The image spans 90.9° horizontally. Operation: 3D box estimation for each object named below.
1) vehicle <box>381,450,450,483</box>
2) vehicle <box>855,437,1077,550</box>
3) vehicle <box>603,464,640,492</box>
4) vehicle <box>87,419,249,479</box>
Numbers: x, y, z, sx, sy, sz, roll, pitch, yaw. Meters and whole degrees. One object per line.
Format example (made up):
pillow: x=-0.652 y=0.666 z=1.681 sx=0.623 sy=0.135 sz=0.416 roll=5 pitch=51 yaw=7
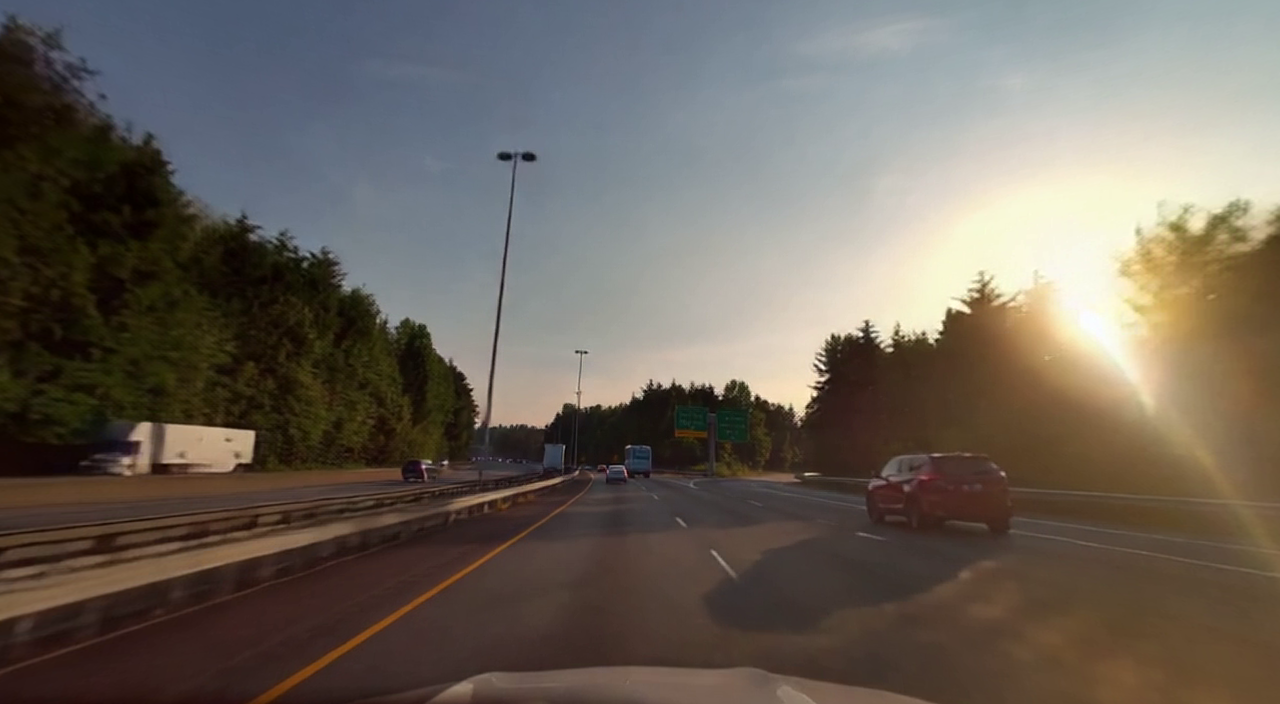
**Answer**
vehicle: x=-11.955 y=6.166 z=33.938 sx=1.952 sy=1.618 sz=4.859 roll=1 pitch=-10 yaw=-1
vehicle: x=6.134 y=2.738 z=12.689 sx=1.998 sy=1.776 sz=4.663 roll=1 pitch=-10 yaw=0
vehicle: x=-1.091 y=7.235 z=36.346 sx=1.987 sy=1.467 sz=3.903 roll=1 pitch=-10 yaw=-2
vehicle: x=-33.330 y=7.180 z=45.495 sx=2.954 sy=3.720 sz=11.544 roll=1 pitch=-11 yaw=-1
